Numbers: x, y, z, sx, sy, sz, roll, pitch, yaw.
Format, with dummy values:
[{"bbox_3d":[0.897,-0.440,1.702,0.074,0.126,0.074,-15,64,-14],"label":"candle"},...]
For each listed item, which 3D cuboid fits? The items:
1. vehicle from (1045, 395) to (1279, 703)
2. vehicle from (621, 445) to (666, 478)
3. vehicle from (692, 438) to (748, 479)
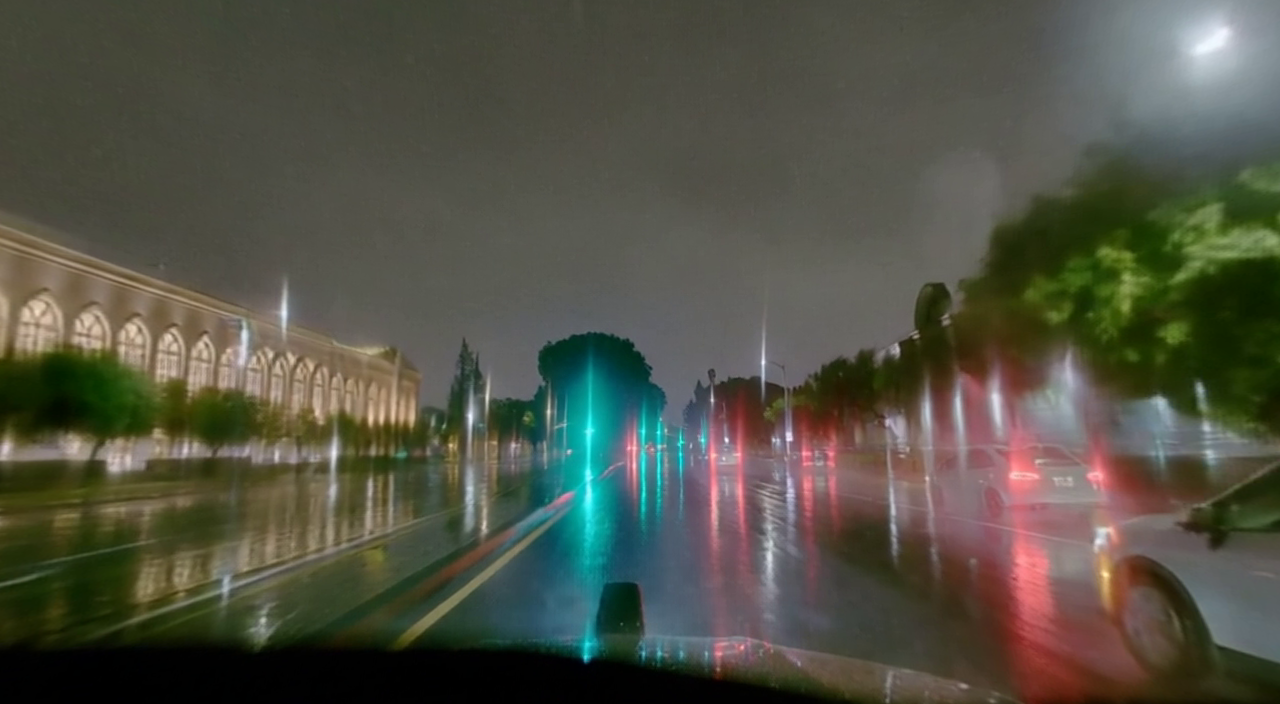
[{"bbox_3d":[3.778,0.898,2.363,1.937,1.538,3.832,0,-9,0],"label":"vehicle"},{"bbox_3d":[0.163,5.258,30.555,2.054,1.446,3.969,0,-9,0],"label":"vehicle"},{"bbox_3d":[3.721,5.050,30.152,2.036,1.757,4.300,0,-9,-1],"label":"vehicle"}]
